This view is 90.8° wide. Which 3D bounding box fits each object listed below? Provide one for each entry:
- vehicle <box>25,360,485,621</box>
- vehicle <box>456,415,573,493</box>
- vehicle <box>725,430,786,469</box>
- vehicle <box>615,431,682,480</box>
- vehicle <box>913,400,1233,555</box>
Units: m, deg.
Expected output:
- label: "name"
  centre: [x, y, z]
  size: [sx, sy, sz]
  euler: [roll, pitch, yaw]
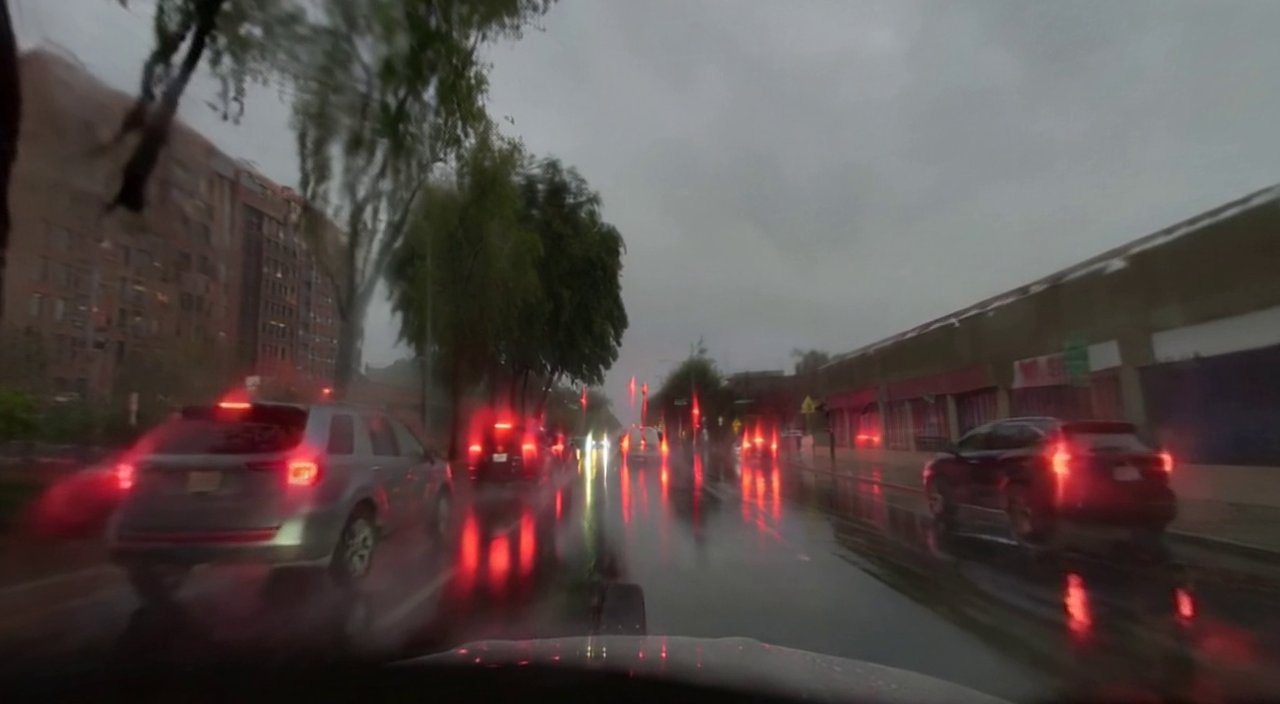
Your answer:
- label: "vehicle"
  centre: [-3.496, 1.389, 7.261]
  size: [2.223, 1.957, 4.845]
  euler: [0, -8, 0]
- label: "vehicle"
  centre: [-3.469, 2.956, 18.623]
  size: [2.487, 1.978, 4.628]
  euler: [0, -8, 0]
- label: "vehicle"
  centre: [6.071, 5.232, 33.944]
  size: [2.300, 1.903, 4.579]
  euler: [0, -8, -1]
- label: "vehicle"
  centre: [0.195, 3.698, 22.716]
  size: [2.201, 1.589, 3.843]
  euler: [0, -8, -2]
- label: "vehicle"
  centre: [6.445, 1.914, 10.264]
  size: [1.997, 1.943, 4.409]
  euler: [0, -8, 0]
